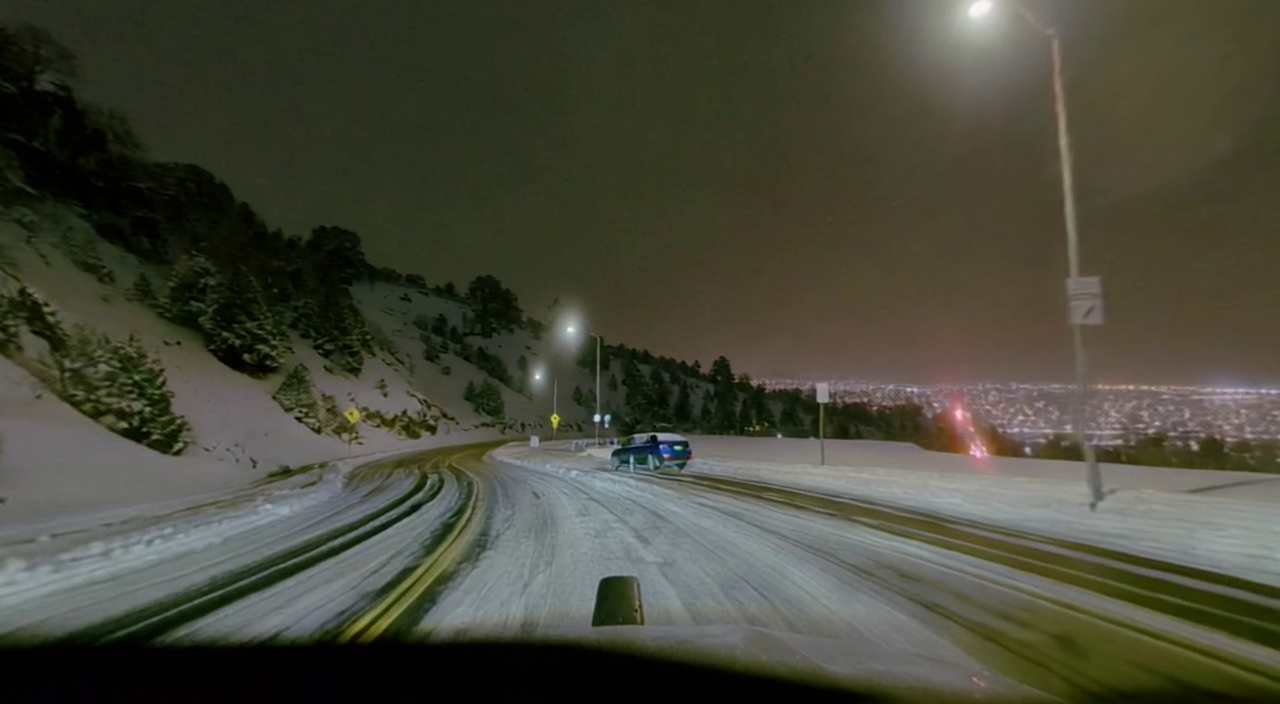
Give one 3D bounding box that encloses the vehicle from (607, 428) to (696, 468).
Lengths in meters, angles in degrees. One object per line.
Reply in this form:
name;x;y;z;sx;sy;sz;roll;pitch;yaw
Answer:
vehicle;0.610;4.361;28.735;2.064;1.667;4.453;-5;-10;30
